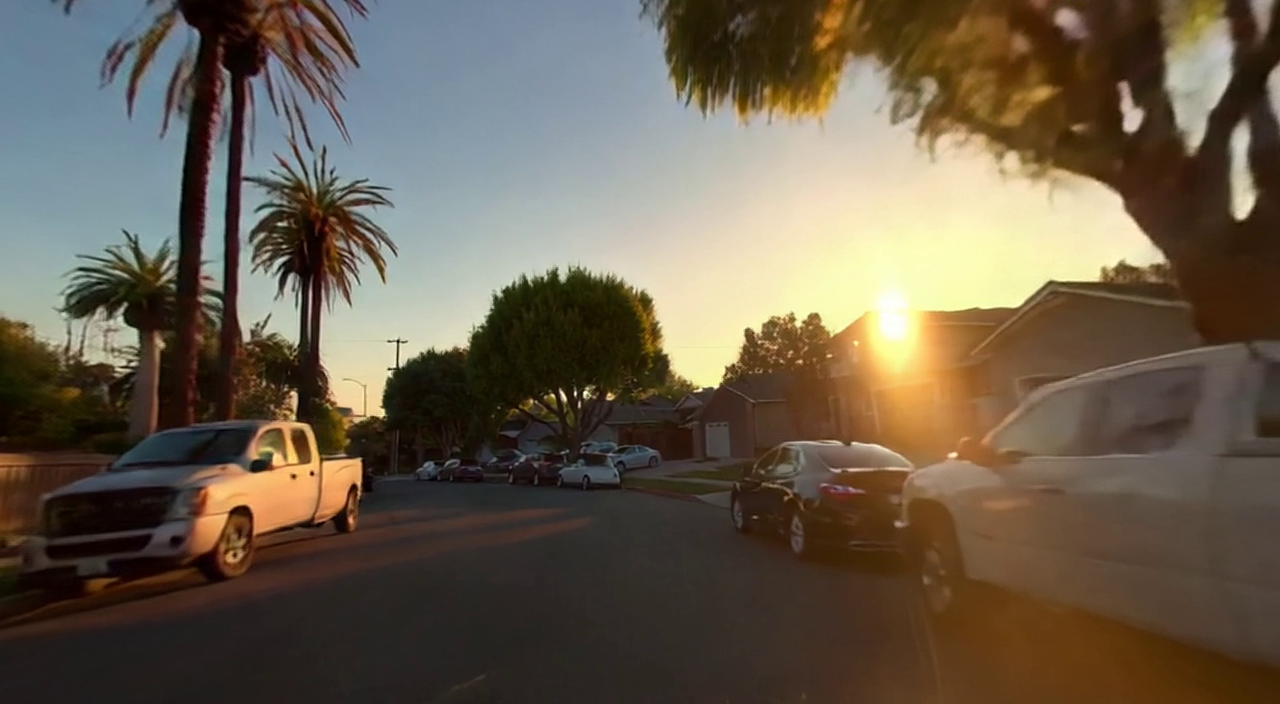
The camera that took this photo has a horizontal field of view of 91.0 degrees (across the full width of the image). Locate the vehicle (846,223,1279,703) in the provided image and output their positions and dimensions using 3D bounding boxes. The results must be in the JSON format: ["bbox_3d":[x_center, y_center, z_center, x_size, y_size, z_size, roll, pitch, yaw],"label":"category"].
[{"bbox_3d":[2.925,0.762,2.804,2.139,1.997,4.864,0,-8,-3],"label":"vehicle"}]

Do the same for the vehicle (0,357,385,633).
[{"bbox_3d":[-5.614,1.782,8.895,2.337,2.289,6.092,-6,-8,-11],"label":"vehicle"}]

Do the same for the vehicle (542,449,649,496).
[{"bbox_3d":[-1.784,4.336,23.188,2.108,1.503,4.977,4,-9,-27],"label":"vehicle"}]

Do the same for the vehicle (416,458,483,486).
[{"bbox_3d":[-11.783,7.331,38.675,2.006,1.484,4.768,8,-11,-42],"label":"vehicle"}]

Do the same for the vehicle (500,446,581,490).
[{"bbox_3d":[-4.516,5.075,27.939,1.918,1.753,4.655,5,-10,-31],"label":"vehicle"}]

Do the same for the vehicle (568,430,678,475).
[{"bbox_3d":[-0.881,5.440,34.277,5.510,2.121,2.129,-1,-9,18],"label":"vehicle"}]
